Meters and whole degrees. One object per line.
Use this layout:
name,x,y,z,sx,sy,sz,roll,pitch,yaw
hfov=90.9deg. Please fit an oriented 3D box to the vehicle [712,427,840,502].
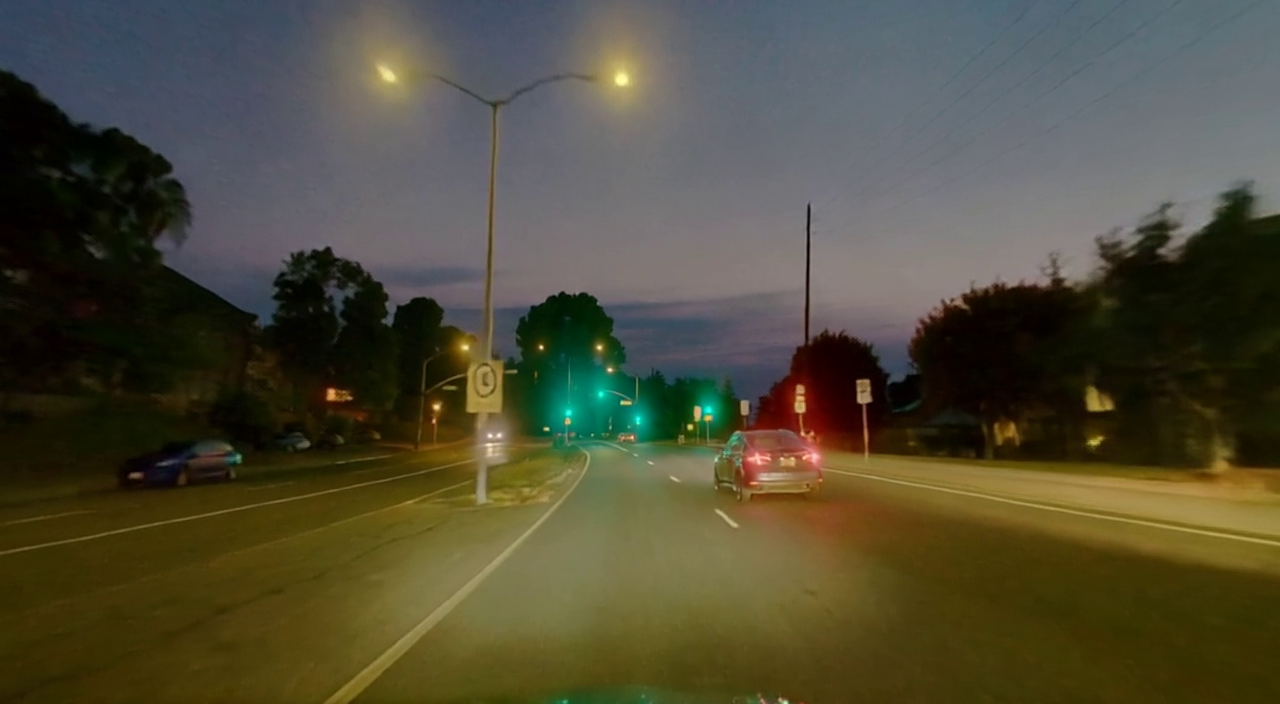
vehicle,2.925,2.539,14.570,1.960,1.479,4.086,0,-9,-1

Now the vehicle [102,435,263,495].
vehicle,-14.065,3.474,19.787,1.949,1.642,4.376,0,-9,-4

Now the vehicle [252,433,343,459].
vehicle,-21.946,6.070,40.569,4.717,1.615,2.014,2,-9,-12
